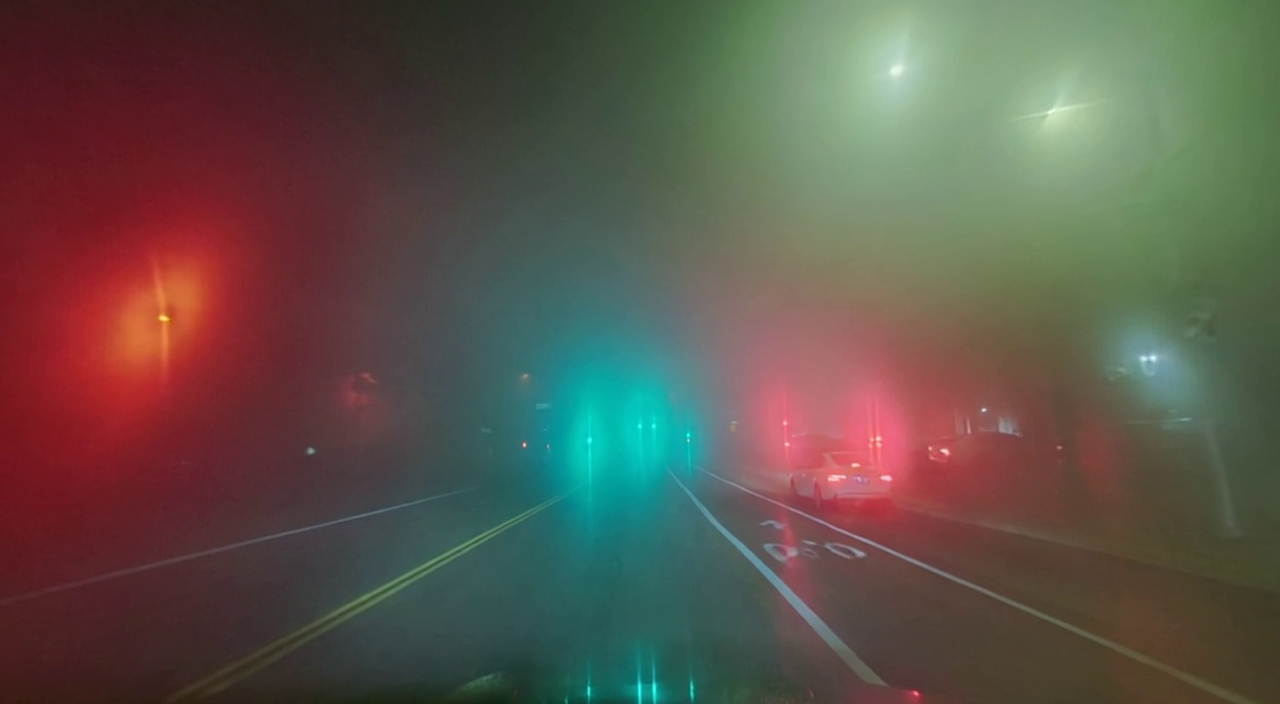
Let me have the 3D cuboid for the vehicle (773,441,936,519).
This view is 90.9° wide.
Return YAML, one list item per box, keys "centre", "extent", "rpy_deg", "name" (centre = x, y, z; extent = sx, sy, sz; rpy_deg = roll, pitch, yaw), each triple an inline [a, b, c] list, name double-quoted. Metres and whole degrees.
- centre: [4.483, 2.735, 14.106]
  extent: [2.006, 1.448, 4.671]
  rpy_deg: [0, -8, 0]
  name: "vehicle"

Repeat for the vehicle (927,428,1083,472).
- centre: [12.591, 3.400, 21.947]
  extent: [4.227, 1.451, 1.874]
  rpy_deg: [0, -8, 2]
  name: "vehicle"
